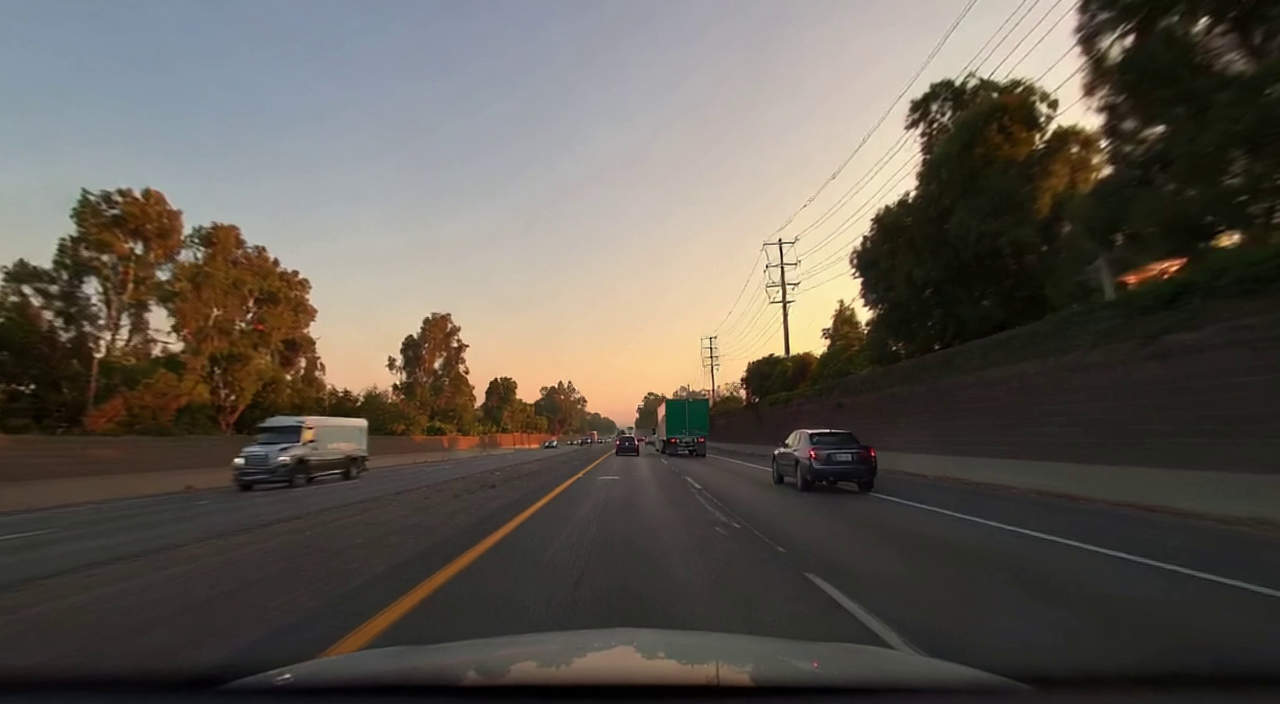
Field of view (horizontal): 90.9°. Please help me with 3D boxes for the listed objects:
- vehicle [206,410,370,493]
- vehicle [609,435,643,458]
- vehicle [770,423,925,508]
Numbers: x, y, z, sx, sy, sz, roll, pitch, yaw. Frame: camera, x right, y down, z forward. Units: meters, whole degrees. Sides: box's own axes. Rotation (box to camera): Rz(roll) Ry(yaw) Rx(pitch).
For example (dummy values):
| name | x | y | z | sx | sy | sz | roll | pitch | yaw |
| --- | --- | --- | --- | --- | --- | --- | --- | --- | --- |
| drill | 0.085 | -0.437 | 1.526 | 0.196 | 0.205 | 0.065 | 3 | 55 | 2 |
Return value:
| name | x | y | z | sx | sy | sz | roll | pitch | yaw |
| --- | --- | --- | --- | --- | --- | --- | --- | --- | --- |
| vehicle | -12.819 | 3.658 | 23.806 | 2.299 | 2.619 | 6.919 | 0 | -8 | -1 |
| vehicle | -0.937 | 6.379 | 42.891 | 2.163 | 1.466 | 3.693 | 0 | -8 | -1 |
| vehicle | 4.259 | 2.360 | 13.666 | 1.930 | 1.573 | 3.853 | 0 | -8 | -2 |
